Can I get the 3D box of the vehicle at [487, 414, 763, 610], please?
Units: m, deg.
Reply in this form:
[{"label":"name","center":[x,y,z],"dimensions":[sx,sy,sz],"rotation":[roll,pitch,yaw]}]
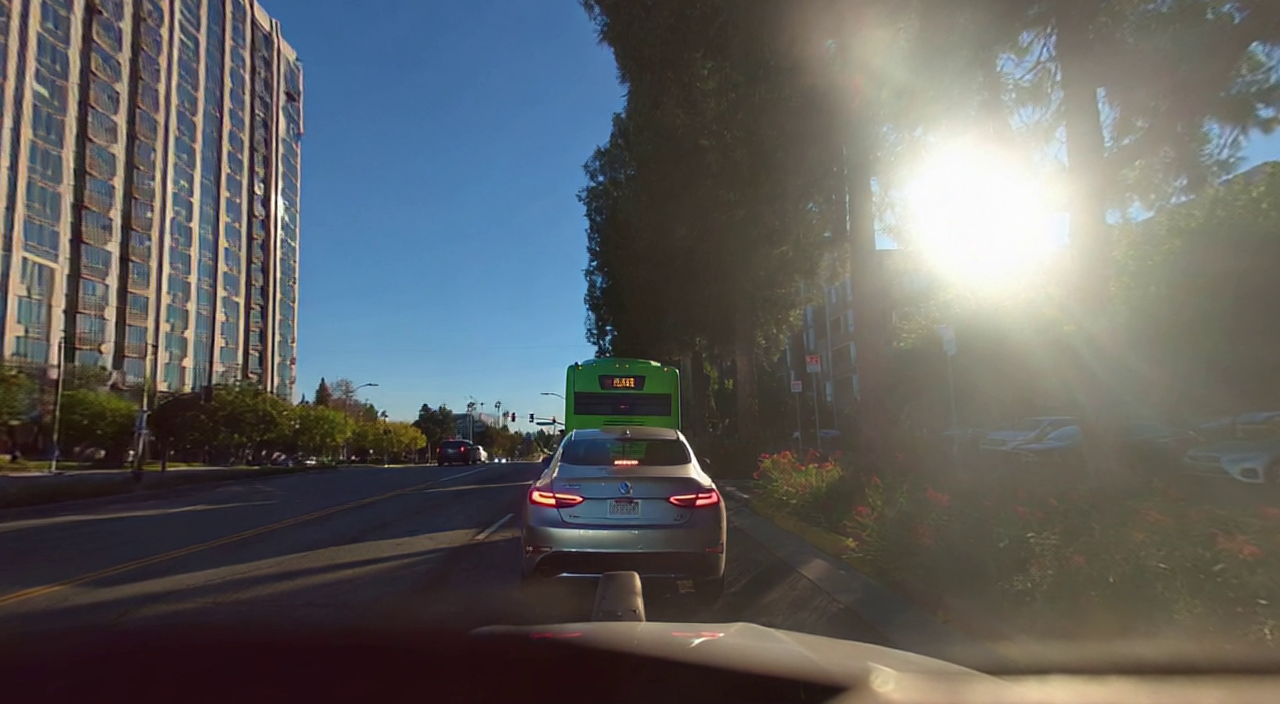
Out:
[{"label":"vehicle","center":[-0.154,1.461,6.743],"dimensions":[2.064,1.452,3.942],"rotation":[0,-8,-1]}]
